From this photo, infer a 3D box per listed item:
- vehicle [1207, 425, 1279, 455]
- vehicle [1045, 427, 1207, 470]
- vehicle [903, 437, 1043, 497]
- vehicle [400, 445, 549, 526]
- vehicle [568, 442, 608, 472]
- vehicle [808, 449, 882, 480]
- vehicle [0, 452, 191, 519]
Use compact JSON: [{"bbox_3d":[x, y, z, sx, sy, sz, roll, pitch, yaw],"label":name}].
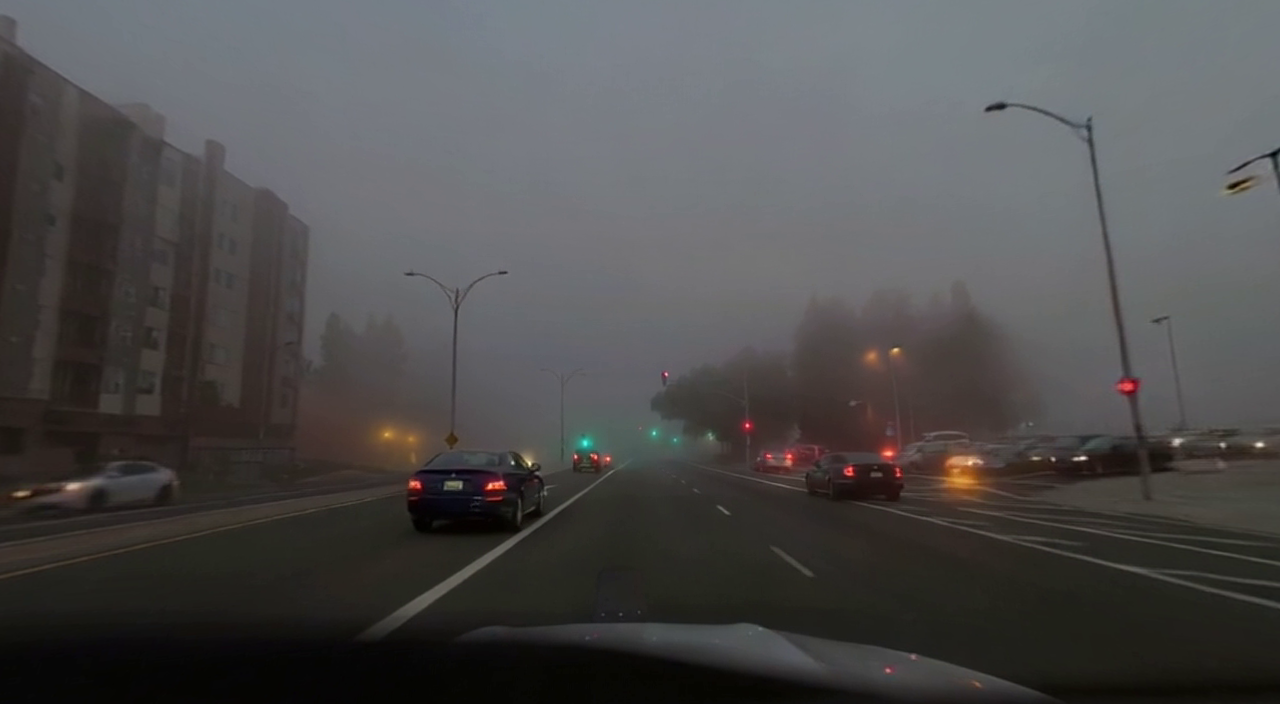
[{"bbox_3d":[34.632,4.842,34.612,4.771,1.577,2.205,-1,-9,4],"label":"vehicle"},{"bbox_3d":[18.394,3.670,24.091,4.416,1.519,1.988,-1,-9,2],"label":"vehicle"},{"bbox_3d":[10.338,3.589,20.076,1.975,1.677,4.400,0,-9,-1],"label":"vehicle"},{"bbox_3d":[-3.349,2.781,13.836,2.144,1.447,4.421,0,-9,-1],"label":"vehicle"},{"bbox_3d":[-3.436,7.014,42.509,2.220,1.888,4.904,0,-9,0],"label":"vehicle"},{"bbox_3d":[10.184,5.601,31.861,2.045,1.418,4.869,0,-9,-1],"label":"vehicle"},{"bbox_3d":[-14.763,3.575,17.432,1.854,1.586,4.043,0,-9,-2],"label":"vehicle"}]
